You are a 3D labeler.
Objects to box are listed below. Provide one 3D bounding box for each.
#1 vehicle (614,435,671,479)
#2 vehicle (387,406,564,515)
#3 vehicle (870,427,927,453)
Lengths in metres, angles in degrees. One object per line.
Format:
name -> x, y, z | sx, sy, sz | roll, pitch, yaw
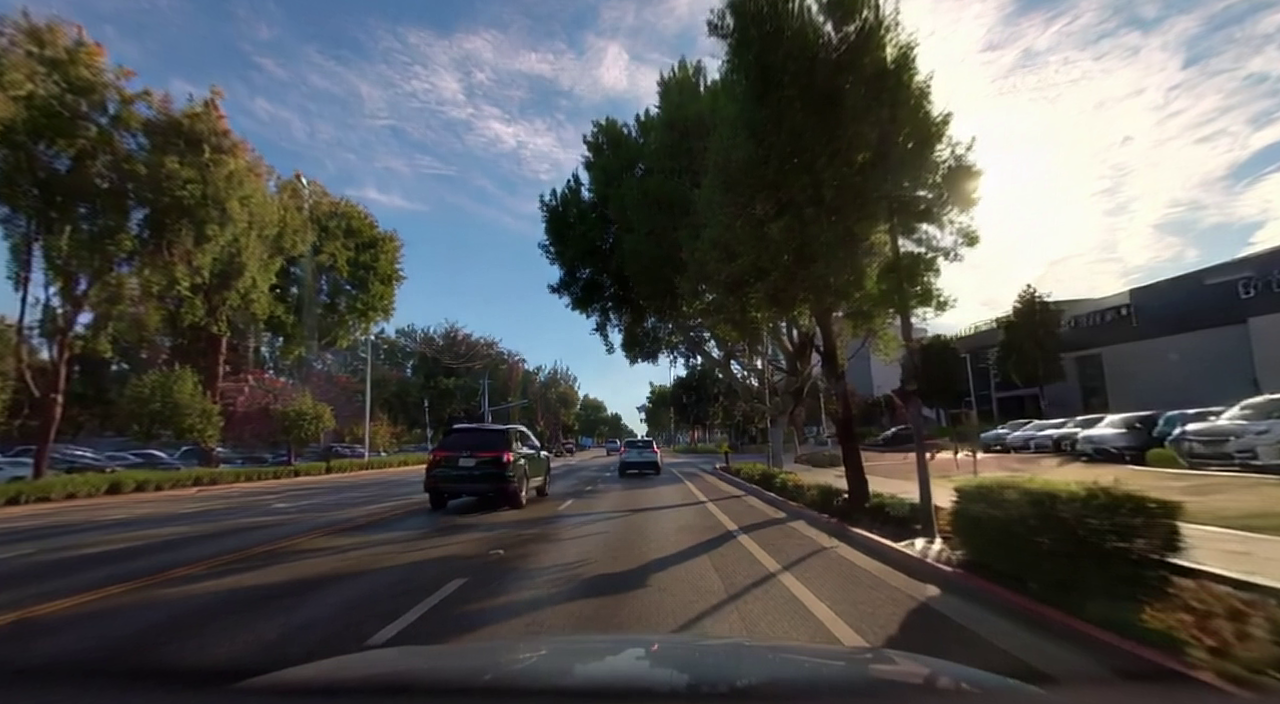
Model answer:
vehicle -> 0.145, 4.184, 25.417 | 2.108, 1.612, 4.246 | 0, -8, 1
vehicle -> -3.372, 2.399, 14.411 | 2.358, 1.990, 5.447 | 0, -8, 2
vehicle -> 17.524, 6.000, 42.919 | 1.856, 1.491, 4.209 | -5, -8, -3
